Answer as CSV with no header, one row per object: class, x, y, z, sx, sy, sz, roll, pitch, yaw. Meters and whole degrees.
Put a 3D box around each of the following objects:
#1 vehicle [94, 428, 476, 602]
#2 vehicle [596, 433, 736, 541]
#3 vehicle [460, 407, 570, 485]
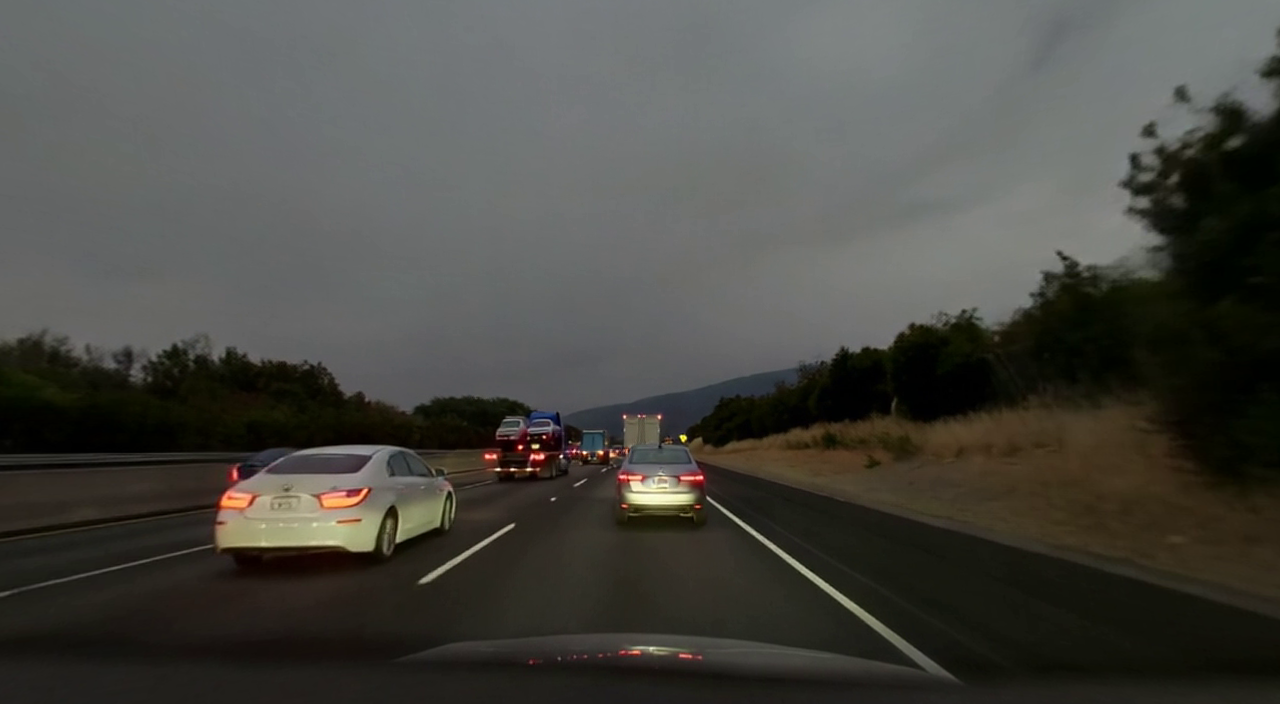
vehicle,-3.656,1.751,7.736,1.947,1.470,4.526,0,-9,2
vehicle,0.378,2.187,10.736,1.991,1.507,3.391,0,-9,0
vehicle,-2.776,2.235,14.994,2.031,1.594,4.103,0,-9,-4
